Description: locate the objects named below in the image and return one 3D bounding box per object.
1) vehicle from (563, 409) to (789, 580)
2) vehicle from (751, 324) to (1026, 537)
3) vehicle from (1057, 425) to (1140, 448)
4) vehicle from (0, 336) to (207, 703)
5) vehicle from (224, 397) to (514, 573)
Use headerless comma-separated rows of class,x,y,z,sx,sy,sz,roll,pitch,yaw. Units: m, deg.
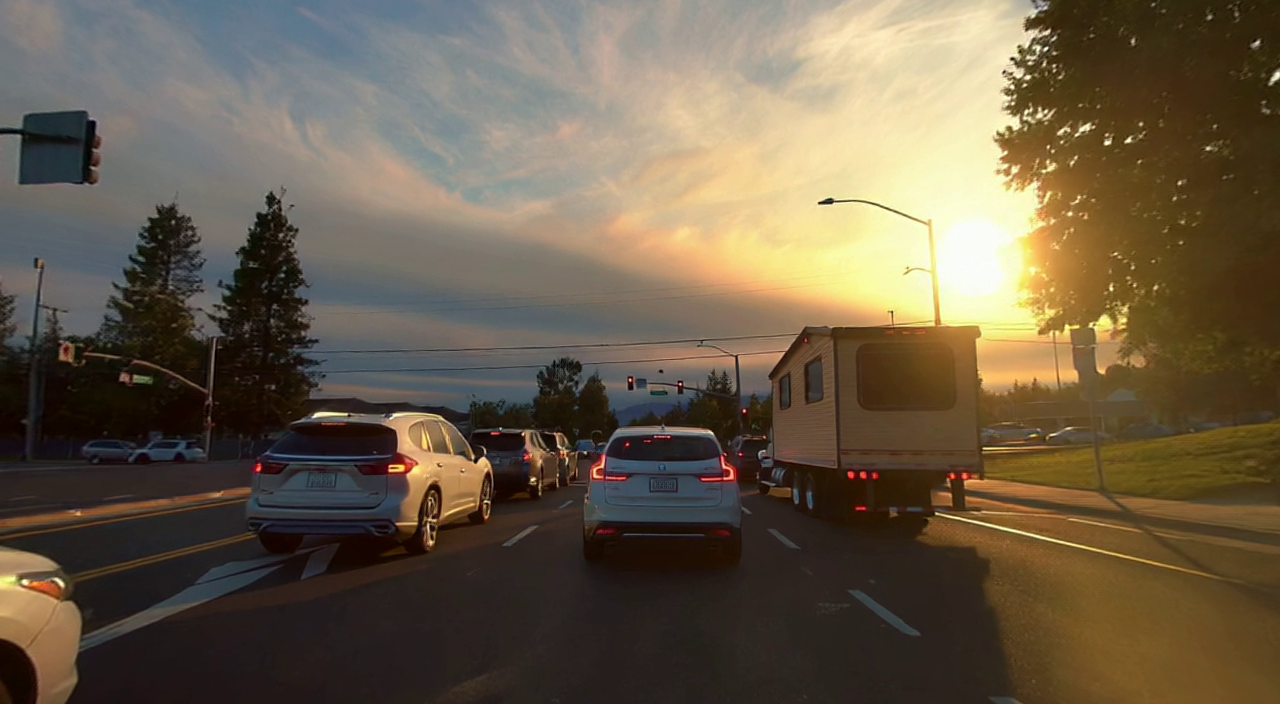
vehicle,0.354,1.701,8.309,2.189,1.649,4.171,0,-9,0
vehicle,3.683,1.403,11.010,2.531,2.750,5.595,0,-9,1
vehicle,33.170,6.159,45.876,4.671,1.595,1.824,-6,-10,31
vehicle,-3.434,0.670,1.476,1.952,1.730,4.116,0,-9,-1
vehicle,-3.267,1.716,8.851,2.085,1.812,4.388,0,-9,0
